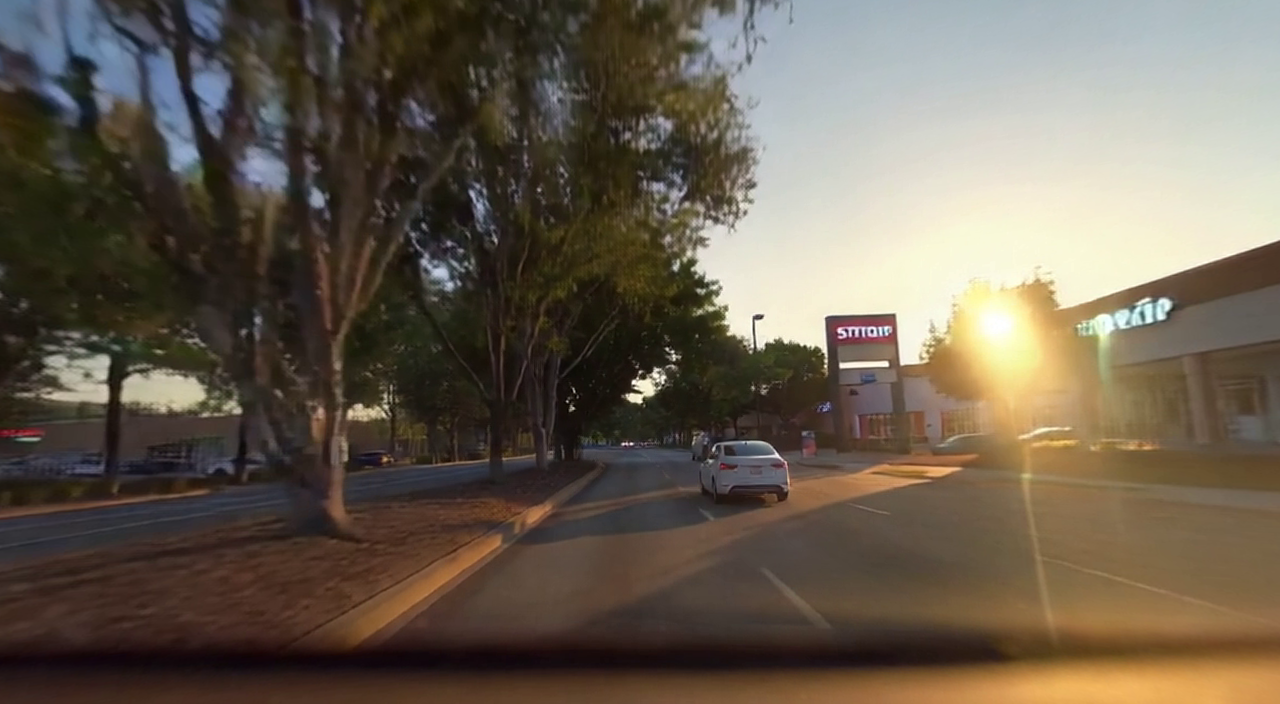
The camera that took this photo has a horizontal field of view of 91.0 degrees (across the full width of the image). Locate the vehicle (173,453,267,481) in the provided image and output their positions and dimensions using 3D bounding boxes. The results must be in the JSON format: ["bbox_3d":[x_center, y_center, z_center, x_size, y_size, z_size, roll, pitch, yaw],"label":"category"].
[{"bbox_3d":[-28.214,7.727,42.488,5.029,1.760,2.153,5,-10,-30],"label":"vehicle"}]

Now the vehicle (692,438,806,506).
[{"bbox_3d":[2.572,2.954,15.999,2.015,1.479,4.444,0,-8,-1],"label":"vehicle"}]
